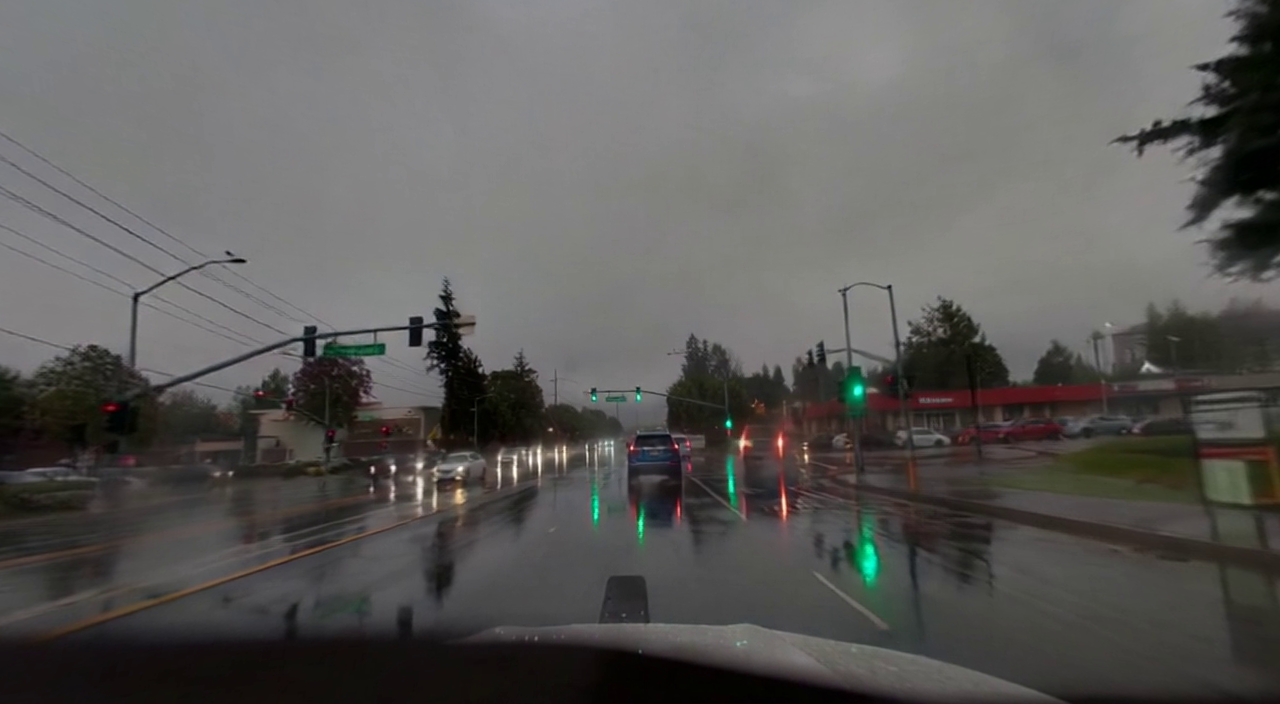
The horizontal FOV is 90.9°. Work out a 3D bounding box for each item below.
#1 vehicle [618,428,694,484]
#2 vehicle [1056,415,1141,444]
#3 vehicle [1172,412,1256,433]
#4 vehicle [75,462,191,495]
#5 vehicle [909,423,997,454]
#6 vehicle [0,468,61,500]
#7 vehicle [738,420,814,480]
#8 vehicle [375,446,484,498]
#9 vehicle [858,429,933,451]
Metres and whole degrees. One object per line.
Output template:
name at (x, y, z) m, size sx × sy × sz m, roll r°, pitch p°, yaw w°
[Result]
vehicle at (0.524, 3.893, 23.801) m, size 2.513 × 1.854 × 5.235 m, roll 0°, pitch -8°, yaw 0°
vehicle at (34.506, 5.878, 47.527) m, size 4.819 × 1.562 × 1.877 m, roll -6°, pitch -8°, yaw -2°
vehicle at (43.703, 5.363, 48.060) m, size 4.379 × 1.492 × 1.995 m, roll 0°, pitch -9°, yaw 0°
vehicle at (-29.747, 7.422, 37.092) m, size 4.890 × 1.806 × 2.205 m, roll 0°, pitch -8°, yaw 2°
vehicle at (18.756, 5.193, 37.866) m, size 4.386 × 1.760 × 2.228 m, roll 3°, pitch -9°, yaw -20°
vehicle at (-37.753, 7.824, 37.426) m, size 4.839 × 1.742 × 1.993 m, roll 0°, pitch -8°, yaw 2°
vehicle at (5.788, 4.037, 26.193) m, size 2.452 × 2.148 × 5.877 m, roll -3°, pitch -9°, yaw 18°
vehicle at (-6.577, 3.767, 20.311) m, size 1.966 × 1.461 × 4.422 m, roll 0°, pitch -9°, yaw 0°
vehicle at (17.857, 6.188, 44.252) m, size 4.430 × 1.480 × 1.923 m, roll 0°, pitch -9°, yaw -1°
